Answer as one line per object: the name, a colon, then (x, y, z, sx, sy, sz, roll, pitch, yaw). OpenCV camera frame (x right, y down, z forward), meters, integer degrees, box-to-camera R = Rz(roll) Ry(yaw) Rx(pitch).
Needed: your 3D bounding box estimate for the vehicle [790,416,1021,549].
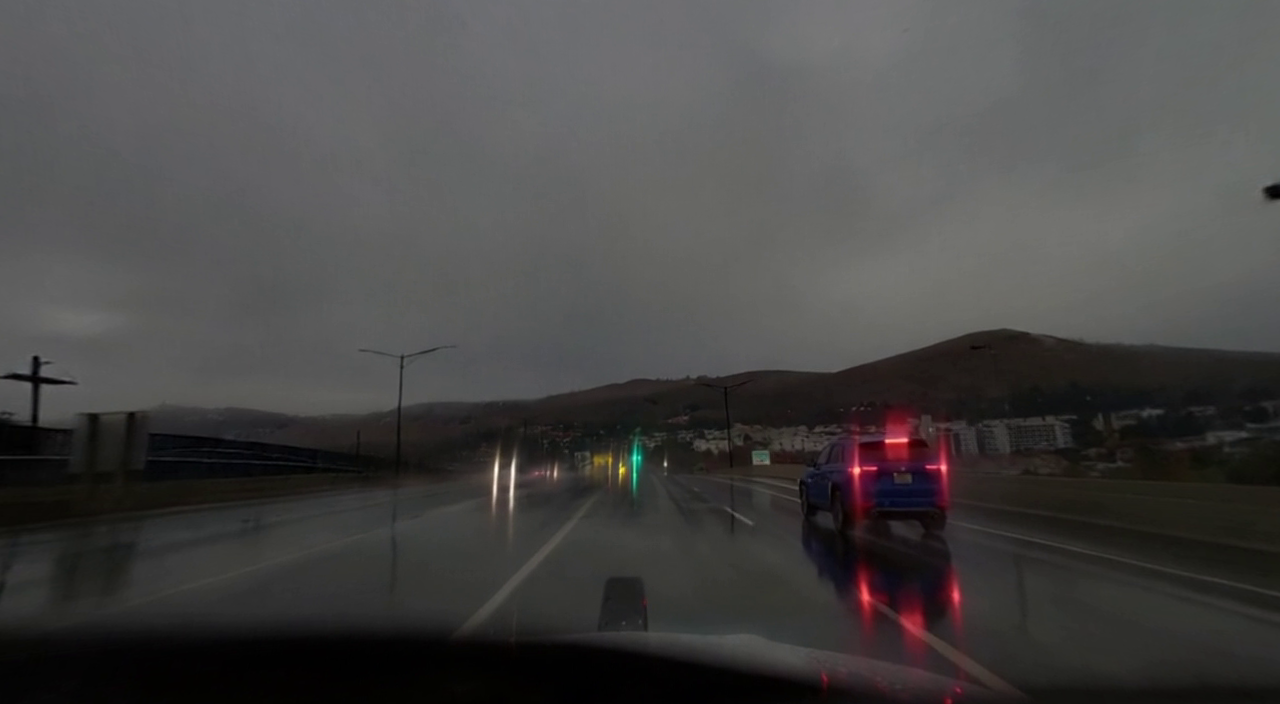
vehicle: (4.028, 2.056, 10.545, 1.989, 1.730, 4.324, -1, -9, 1)

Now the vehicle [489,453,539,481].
vehicle: (-9.842, 9.039, 49.893, 2.597, 2.034, 6.006, -1, -9, 1)
